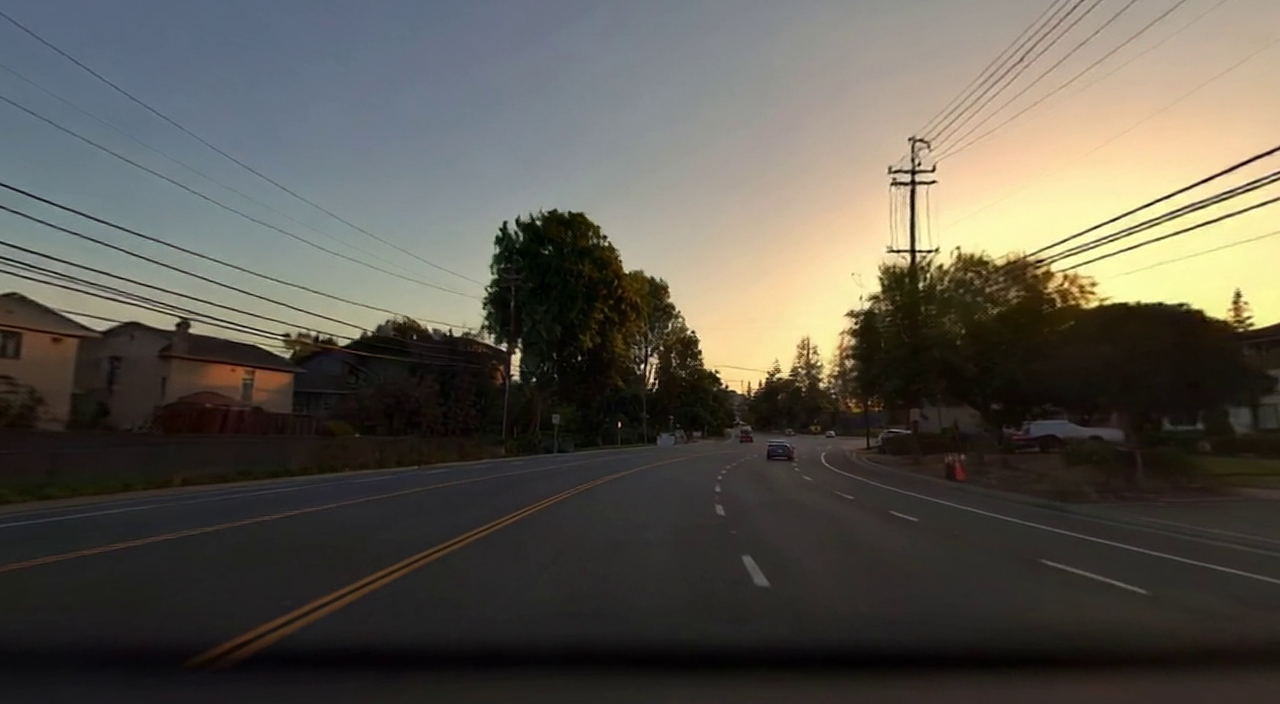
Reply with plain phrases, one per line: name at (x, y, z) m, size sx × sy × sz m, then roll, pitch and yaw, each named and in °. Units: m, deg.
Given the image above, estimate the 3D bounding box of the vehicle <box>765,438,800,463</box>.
vehicle at (8.938, 6.137, 39.340) m, size 1.982 × 1.451 × 4.152 m, roll -2°, pitch -9°, yaw 13°
